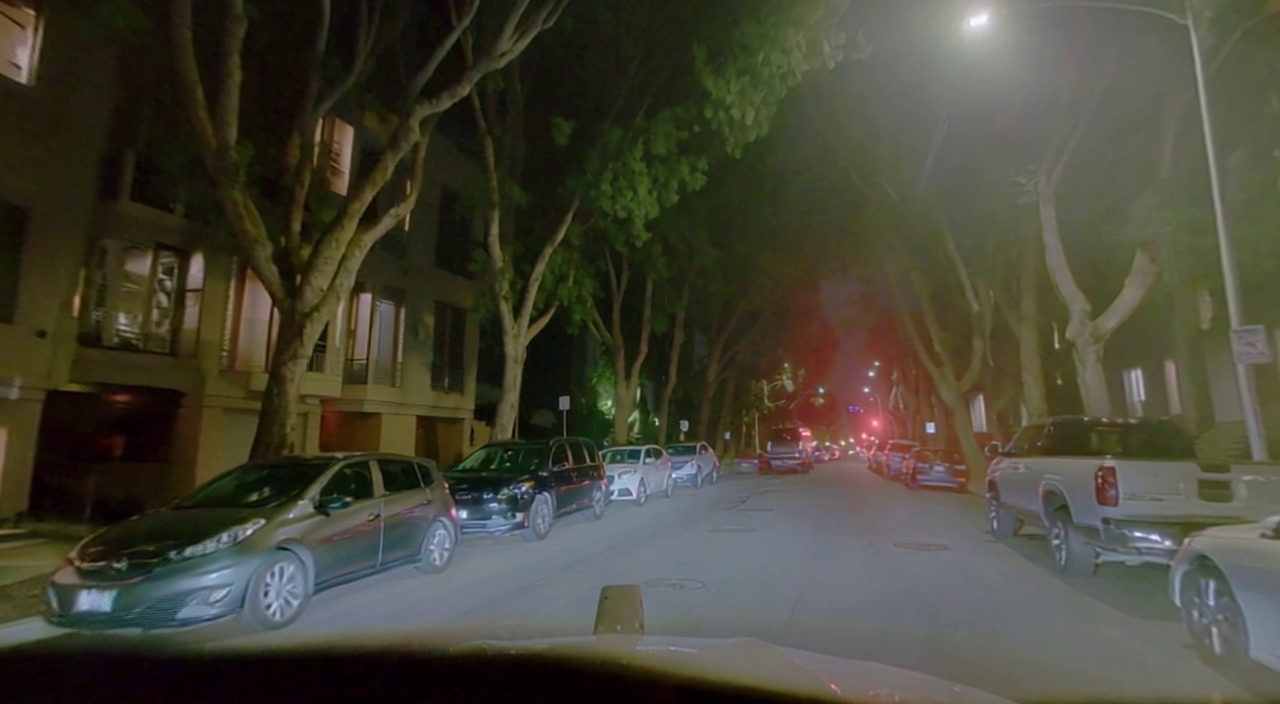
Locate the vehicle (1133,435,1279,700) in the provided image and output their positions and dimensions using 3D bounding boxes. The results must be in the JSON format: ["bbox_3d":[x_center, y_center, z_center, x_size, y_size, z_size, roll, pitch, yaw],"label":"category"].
[{"bbox_3d":[4.275,1.054,2.508,1.992,1.456,4.610,-2,-9,16],"label":"vehicle"}]

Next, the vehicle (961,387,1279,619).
[{"bbox_3d":[5.695,1.593,7.643,2.182,1.900,4.779,-2,-9,15],"label":"vehicle"}]

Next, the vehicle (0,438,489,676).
[{"bbox_3d":[-3.494,1.671,6.490,1.855,1.510,4.406,-2,-9,15],"label":"vehicle"}]

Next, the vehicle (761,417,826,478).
[{"bbox_3d":[8.318,5.041,33.741,2.716,2.887,6.781,-2,-8,18],"label":"vehicle"}]

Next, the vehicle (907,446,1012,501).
[{"bbox_3d":[9.671,3.648,19.500,1.813,1.468,4.267,-2,-9,12],"label":"vehicle"}]

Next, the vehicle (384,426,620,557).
[{"bbox_3d":[-2.111,2.343,11.585,2.203,1.815,4.972,-2,-9,14],"label":"vehicle"}]

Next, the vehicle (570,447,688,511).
[{"bbox_3d":[-0.116,3.400,17.531,1.861,1.474,4.749,-3,-9,17],"label":"vehicle"}]
